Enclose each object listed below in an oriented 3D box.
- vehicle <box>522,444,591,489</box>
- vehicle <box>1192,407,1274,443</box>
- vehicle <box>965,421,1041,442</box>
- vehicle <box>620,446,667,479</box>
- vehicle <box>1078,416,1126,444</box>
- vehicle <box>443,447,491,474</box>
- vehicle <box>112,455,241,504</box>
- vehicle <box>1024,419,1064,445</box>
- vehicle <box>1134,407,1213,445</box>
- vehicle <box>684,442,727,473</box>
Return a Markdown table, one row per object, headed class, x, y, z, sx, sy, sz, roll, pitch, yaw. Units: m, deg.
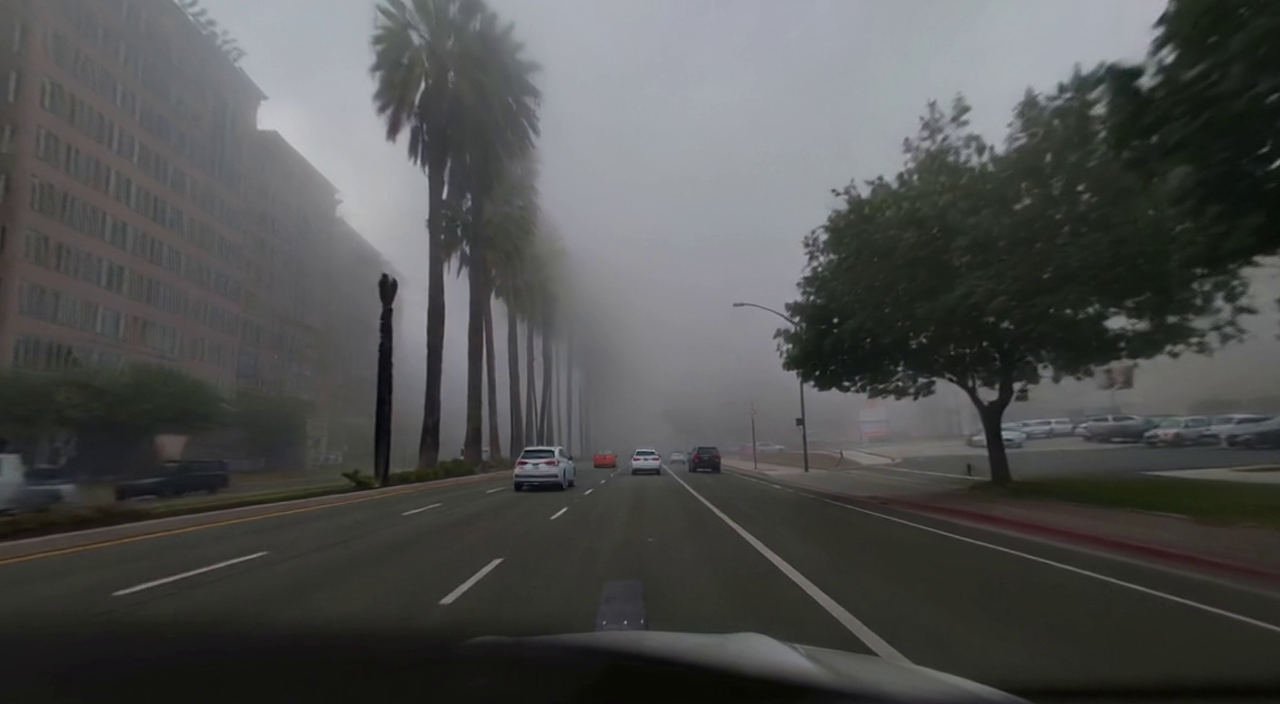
| class | x | y | z | sx | sy | sz | roll | pitch | yaw |
| --- | --- | --- | --- | --- | --- | --- | --- | --- | --- |
| vehicle | -3.015 | 4.237 | 23.678 | 1.908 | 1.505 | 4.369 | 0 | -9 | 1 |
| vehicle | 30.379 | 3.812 | 32.420 | 1.955 | 1.709 | 4.014 | -5 | -10 | 28 |
| vehicle | 27.831 | 6.172 | 48.483 | 1.663 | 1.499 | 4.774 | 5 | -10 | -32 |
| vehicle | 0.154 | 5.336 | 30.693 | 2.147 | 1.507 | 3.953 | 0 | -9 | 0 |
| vehicle | 27.694 | 4.733 | 37.879 | 1.781 | 1.592 | 3.879 | -5 | -10 | 29 |
| vehicle | -11.442 | 7.200 | 41.986 | 1.886 | 1.706 | 4.209 | 0 | -9 | 1 |
| vehicle | -17.393 | 4.763 | 23.911 | 1.831 | 1.611 | 3.912 | 0 | -9 | 0 |
| vehicle | 24.405 | 4.894 | 38.099 | 1.815 | 1.441 | 3.985 | -7 | -11 | 32 |
| vehicle | 27.572 | 3.910 | 32.780 | 2.102 | 1.779 | 4.903 | -5 | -10 | 29 |
| vehicle | 4.011 | 6.571 | 39.452 | 2.108 | 1.785 | 4.334 | 0 | -9 | -1 |
